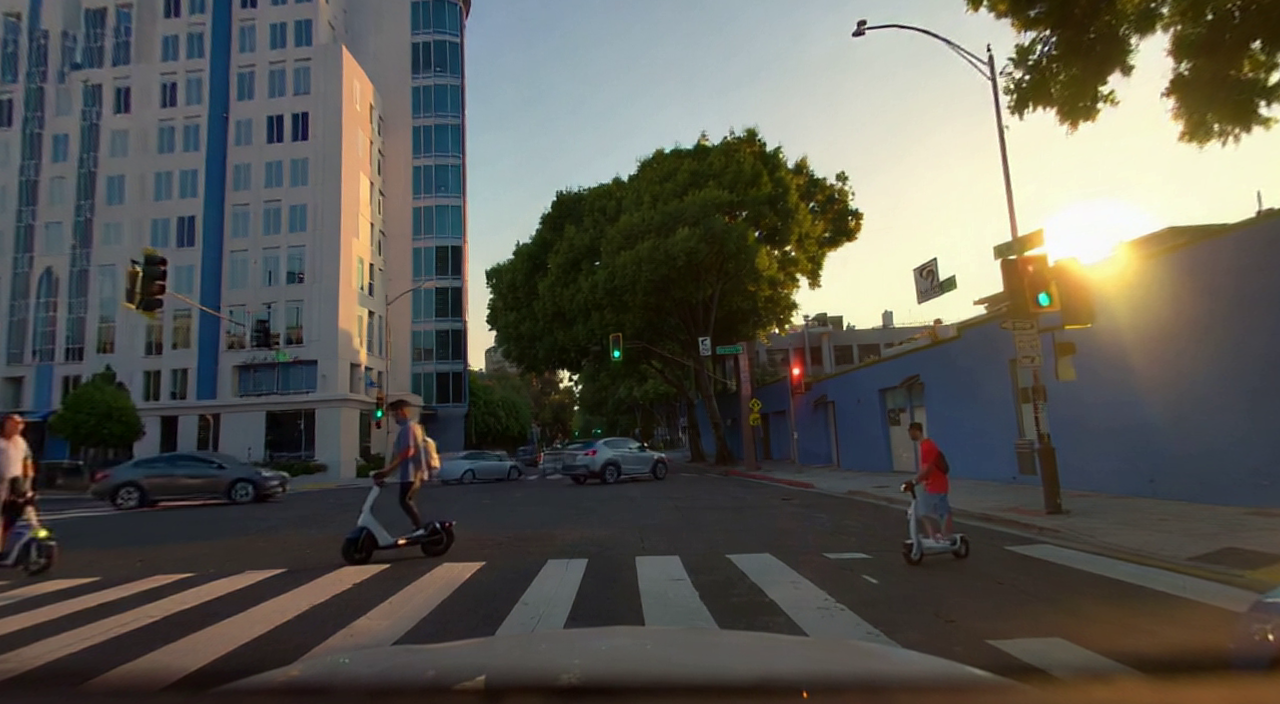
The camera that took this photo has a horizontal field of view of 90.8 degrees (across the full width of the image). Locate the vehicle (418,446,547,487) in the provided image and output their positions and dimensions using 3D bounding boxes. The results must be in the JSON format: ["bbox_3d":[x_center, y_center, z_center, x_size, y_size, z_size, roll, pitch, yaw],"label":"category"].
[{"bbox_3d":[-6.201,4.488,25.137,4.485,1.463,2.075,7,-11,-41],"label":"vehicle"}]

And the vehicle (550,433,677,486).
[{"bbox_3d":[-0.865,3.965,23.643,2.122,1.724,4.802,-7,-11,37],"label":"vehicle"}]

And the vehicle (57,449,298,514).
[{"bbox_3d":[-11.872,3.338,16.612,4.576,1.496,2.042,1,-9,-11],"label":"vehicle"}]
